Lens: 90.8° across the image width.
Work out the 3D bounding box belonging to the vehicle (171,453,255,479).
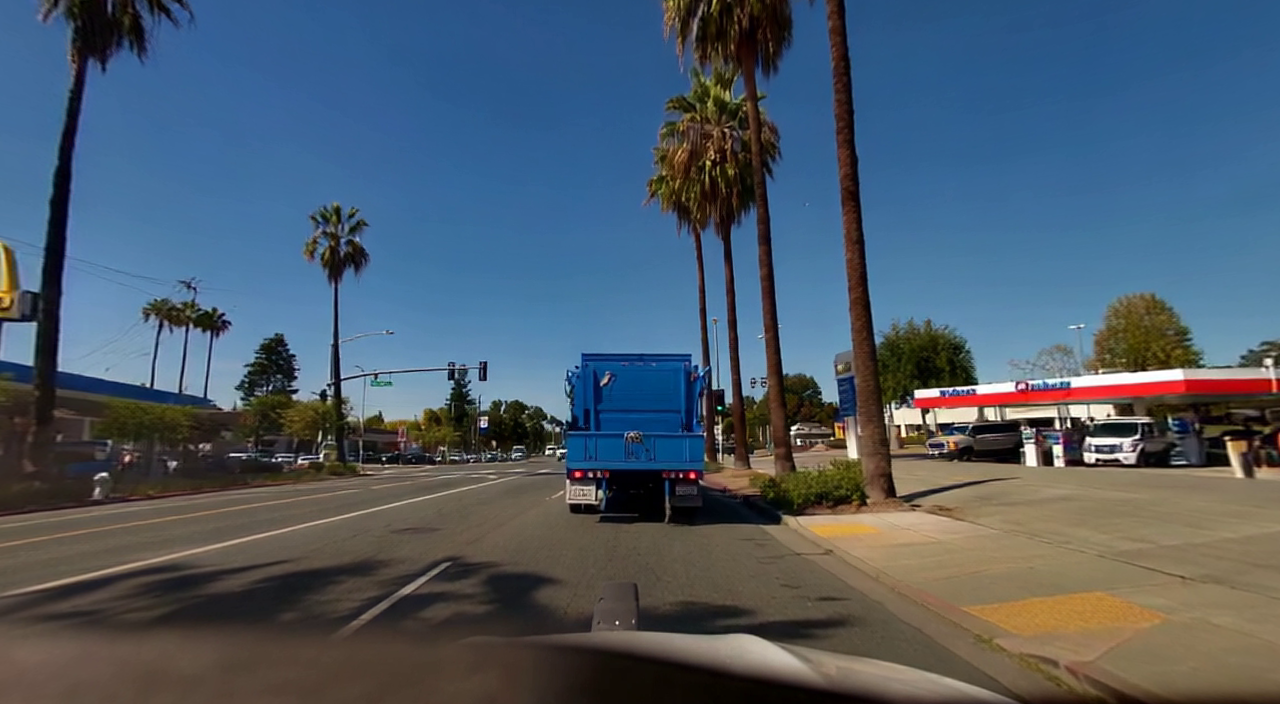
[{"bbox_3d":[-27.948,7.447,41.505,4.303,1.567,2.021,4,-9,-28],"label":"vehicle"}]

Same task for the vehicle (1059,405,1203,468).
[{"bbox_3d":[15.768,2.693,20.236,4.472,1.730,1.939,2,-10,-31],"label":"vehicle"}]

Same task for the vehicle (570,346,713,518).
[{"bbox_3d":[0.028,1.761,13.996,2.463,2.954,5.938,1,-8,0],"label":"vehicle"}]

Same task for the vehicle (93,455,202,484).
[{"bbox_3d":[-27.612,6.581,35.614,4.493,1.453,1.912,4,-9,-27],"label":"vehicle"}]

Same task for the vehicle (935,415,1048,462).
[{"bbox_3d":[15.998,3.955,28.700,5.078,1.937,2.326,6,-10,-34],"label":"vehicle"}]

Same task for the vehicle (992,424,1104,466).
[{"bbox_3d":[15.260,3.467,23.569,4.105,1.433,1.931,6,-10,-33],"label":"vehicle"}]
